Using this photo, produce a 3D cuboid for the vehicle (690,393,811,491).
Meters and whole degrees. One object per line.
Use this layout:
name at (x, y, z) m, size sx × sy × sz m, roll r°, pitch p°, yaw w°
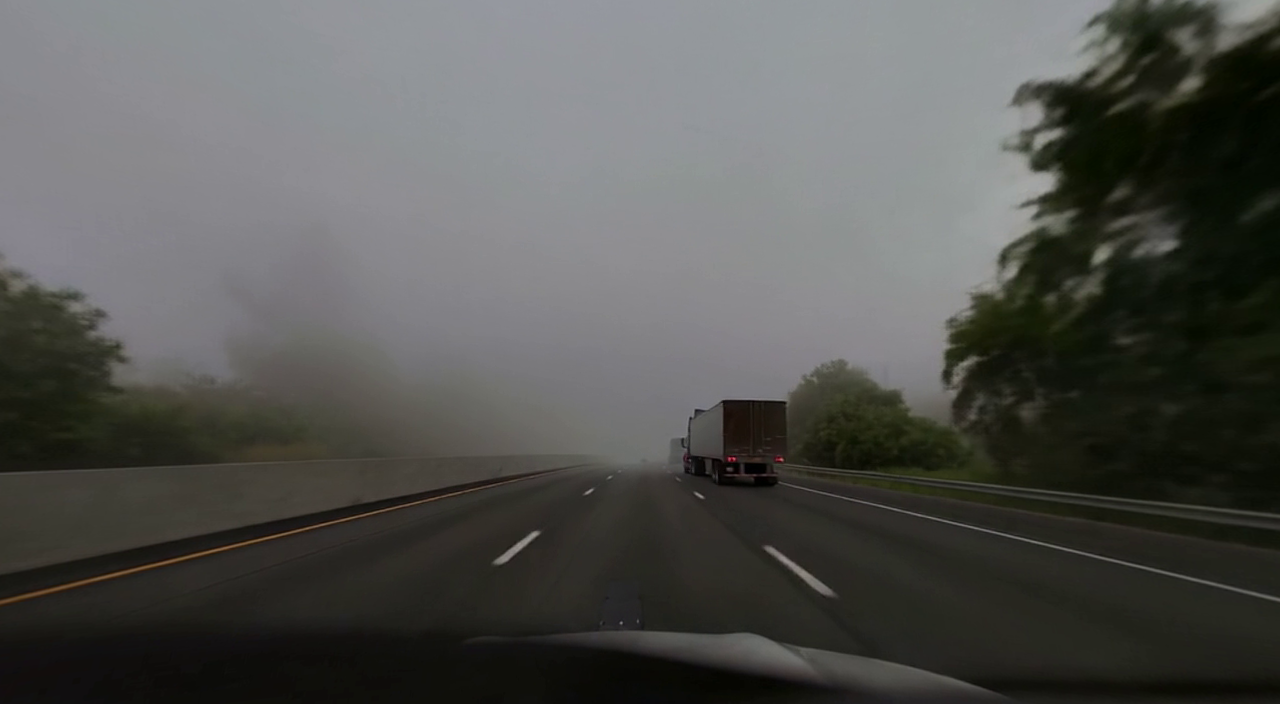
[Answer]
vehicle at (4.430, 4.235, 29.140) m, size 2.868 × 3.427 × 14.032 m, roll 0°, pitch -9°, yaw -1°
